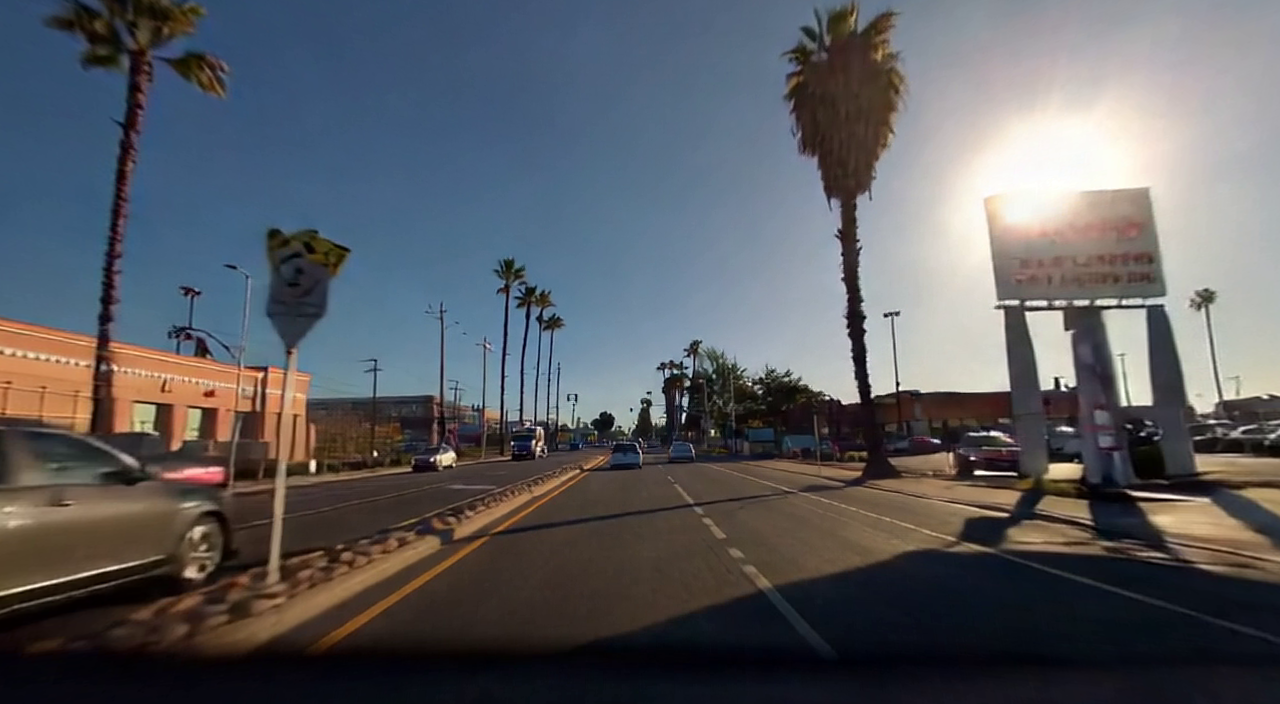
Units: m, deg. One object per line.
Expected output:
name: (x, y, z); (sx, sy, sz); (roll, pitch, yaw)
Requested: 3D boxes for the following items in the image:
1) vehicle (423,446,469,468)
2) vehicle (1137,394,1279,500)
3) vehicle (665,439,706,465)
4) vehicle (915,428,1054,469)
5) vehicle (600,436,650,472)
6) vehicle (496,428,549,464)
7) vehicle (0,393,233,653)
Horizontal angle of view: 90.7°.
vehicle: (-14.397, 7.802, 47.213); (1.899, 1.500, 4.521); (-1, -9, 1)
vehicle: (13.680, 1.864, 12.650); (5.718, 1.911, 2.088); (0, -9, -2)
vehicle: (2.728, 6.099, 38.839); (2.060, 1.471, 4.168); (0, -9, -1)
vehicle: (13.570, 3.815, 25.100); (4.360, 1.523, 1.900); (0, -9, -1)
vehicle: (-0.693, 4.706, 29.459); (2.160, 1.508, 4.319); (0, -9, -2)
vehicle: (-8.749, 7.117, 47.853); (2.820, 2.454, 5.993); (-1, -9, 0)
vehicle: (-5.128, 1.110, 4.100); (2.060, 1.643, 4.359); (-1, -9, 0)
